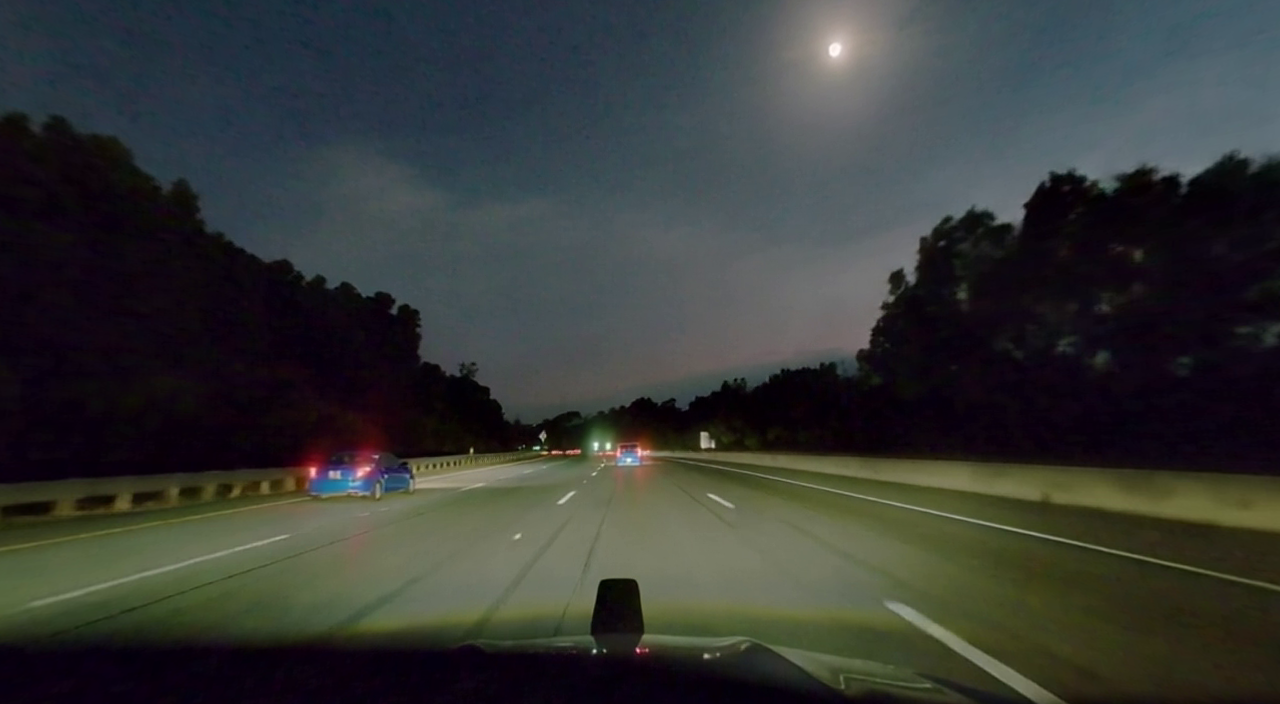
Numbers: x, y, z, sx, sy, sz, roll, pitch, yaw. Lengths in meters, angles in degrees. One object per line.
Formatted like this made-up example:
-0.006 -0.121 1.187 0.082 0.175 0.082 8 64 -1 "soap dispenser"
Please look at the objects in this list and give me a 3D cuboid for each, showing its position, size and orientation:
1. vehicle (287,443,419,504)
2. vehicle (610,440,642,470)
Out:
-7.750 3.286 17.536 1.915 1.479 3.843 0 -9 -1 "vehicle"
-0.995 6.882 42.224 1.990 1.878 4.079 0 -9 -3 "vehicle"
